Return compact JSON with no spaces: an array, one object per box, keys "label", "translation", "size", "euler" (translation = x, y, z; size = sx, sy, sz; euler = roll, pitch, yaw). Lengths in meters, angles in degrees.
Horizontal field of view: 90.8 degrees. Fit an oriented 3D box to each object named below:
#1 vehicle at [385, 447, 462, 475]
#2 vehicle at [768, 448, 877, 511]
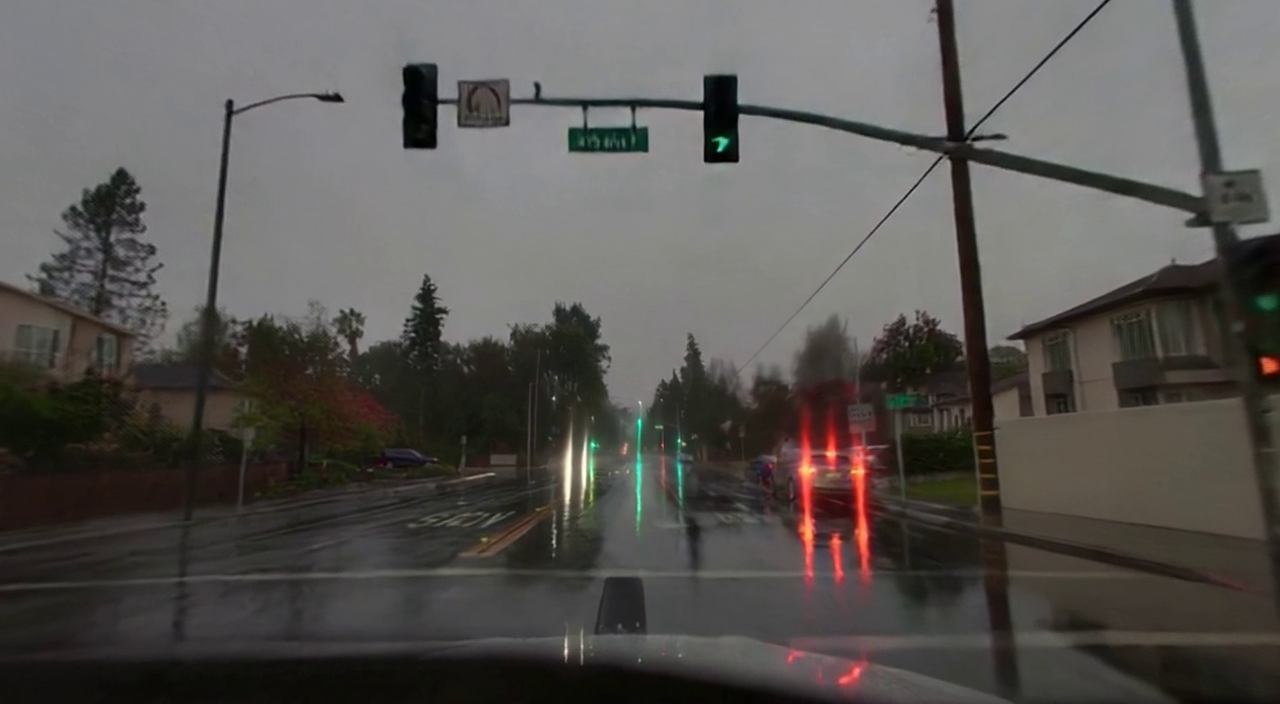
[{"label":"vehicle","translation":[-16.177,8.106,47.220],"size":[5.125,1.941,2.086],"euler":[4,-10,-26]},{"label":"vehicle","translation":[5.175,3.638,18.617],"size":[1.891,1.611,4.269],"euler":[0,-9,0]}]
